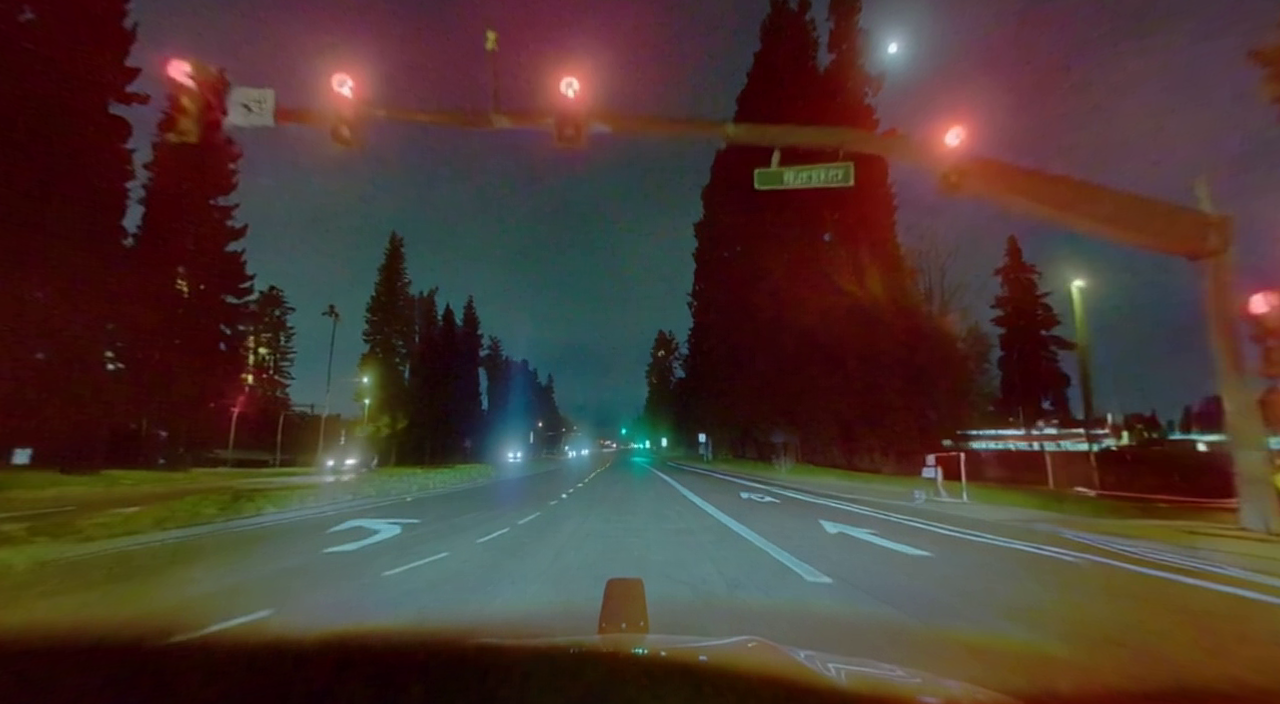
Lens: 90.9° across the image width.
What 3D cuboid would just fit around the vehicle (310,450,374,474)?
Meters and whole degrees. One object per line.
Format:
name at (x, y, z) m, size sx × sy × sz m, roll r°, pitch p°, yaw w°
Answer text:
vehicle at (-20.031, 7.406, 42.633) m, size 2.099 × 1.504 × 4.721 m, roll 0°, pitch -9°, yaw -1°
